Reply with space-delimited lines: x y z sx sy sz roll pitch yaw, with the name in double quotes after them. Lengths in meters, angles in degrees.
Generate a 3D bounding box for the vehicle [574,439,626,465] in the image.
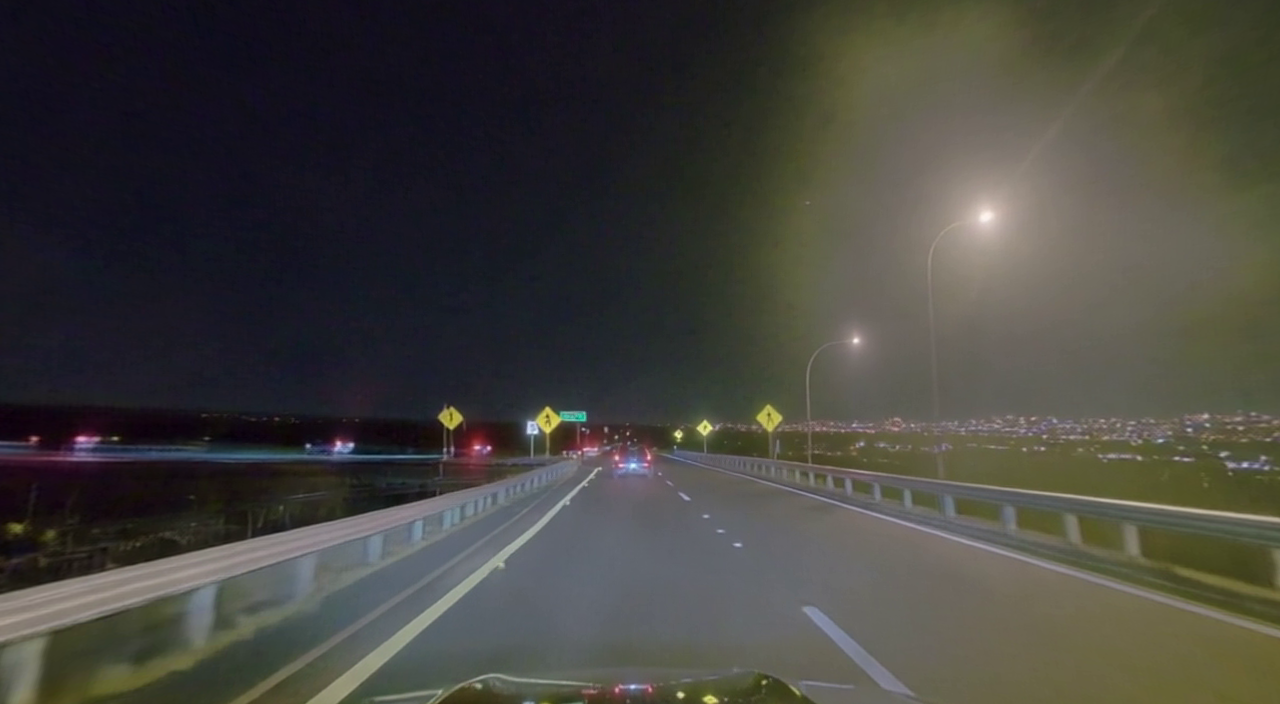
-2.546 6.190 38.791 2.018 1.505 4.278 3 -9 -21 "vehicle"

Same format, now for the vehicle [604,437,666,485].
-0.198 3.792 22.062 2.006 1.486 3.950 0 -9 -1 "vehicle"

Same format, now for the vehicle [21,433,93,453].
-46.383 7.253 49.922 3.783 1.466 1.750 0 -9 -4 "vehicle"
